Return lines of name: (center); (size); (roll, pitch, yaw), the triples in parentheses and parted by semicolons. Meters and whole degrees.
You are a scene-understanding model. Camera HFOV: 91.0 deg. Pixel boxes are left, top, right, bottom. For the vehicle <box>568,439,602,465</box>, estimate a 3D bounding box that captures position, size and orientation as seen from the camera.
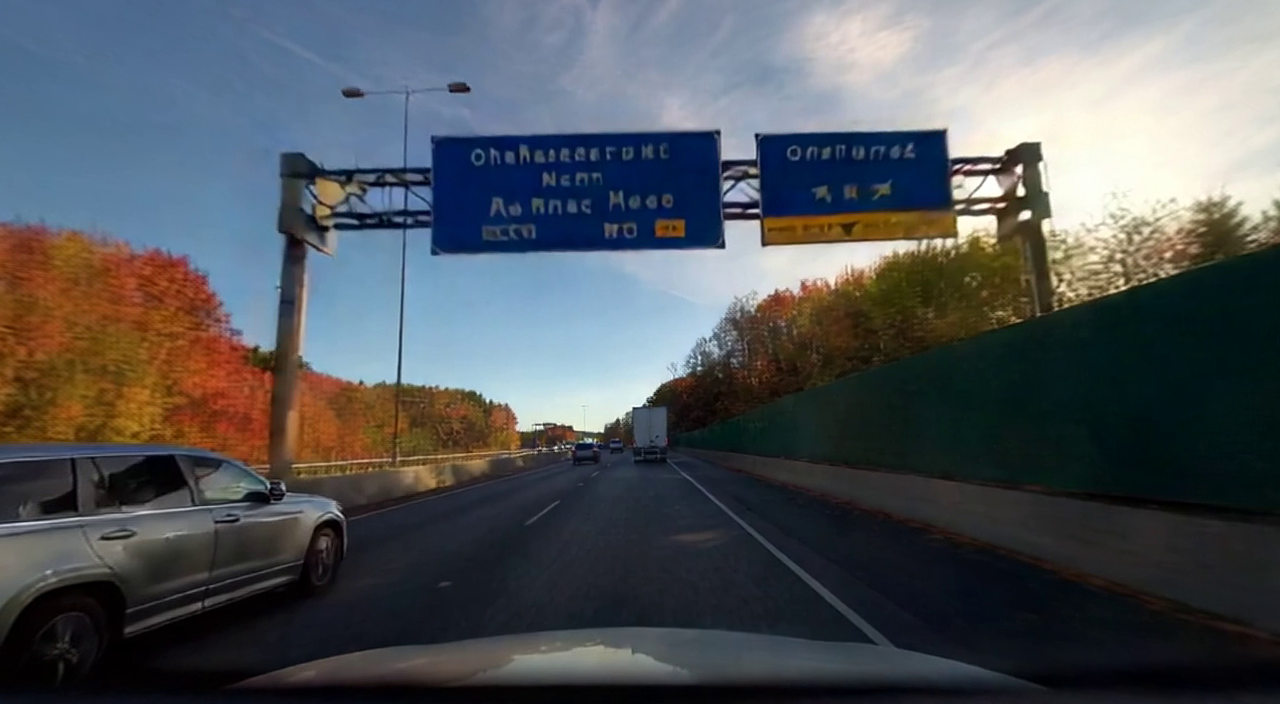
vehicle: (-3.500, 6.431, 40.673); (1.927, 1.556, 3.921); (0, -8, -1)
